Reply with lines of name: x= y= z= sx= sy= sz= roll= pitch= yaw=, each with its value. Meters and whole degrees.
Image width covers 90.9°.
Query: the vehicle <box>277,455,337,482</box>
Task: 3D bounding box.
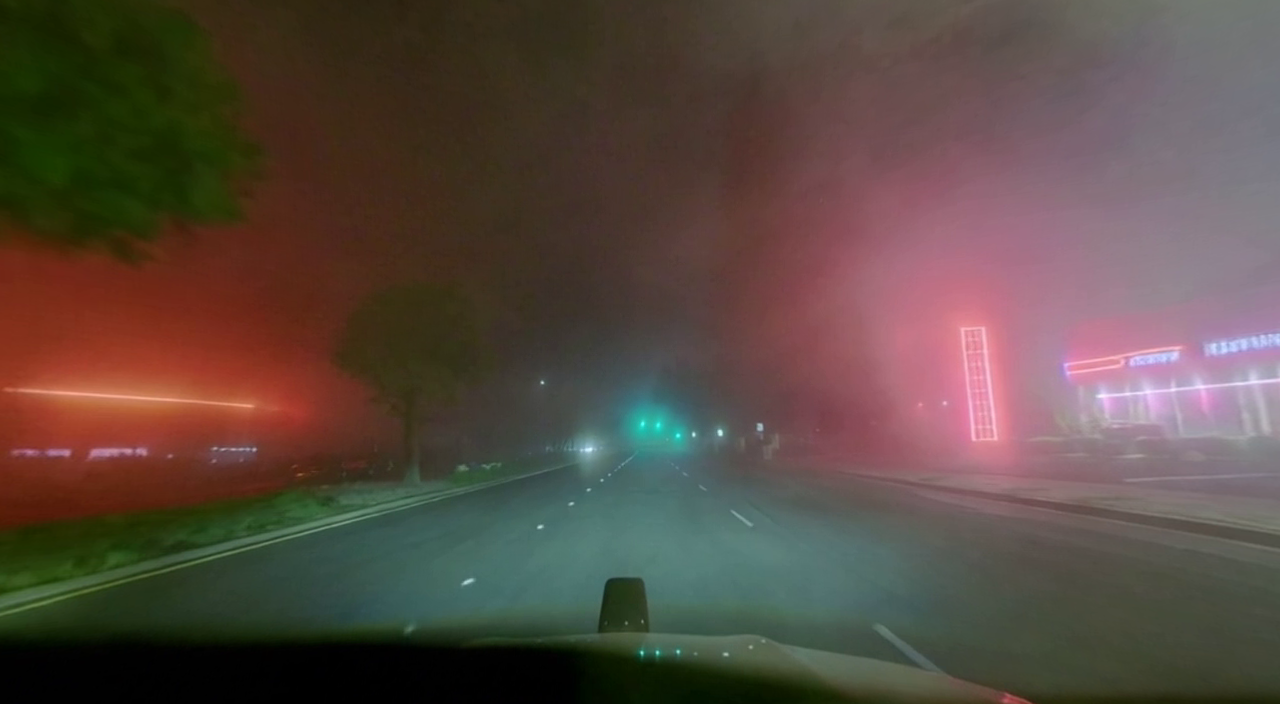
vehicle: x=-21.996 y=7.664 z=41.760 sx=1.883 sy=1.546 sz=3.930 roll=-1 pitch=-8 yaw=-1

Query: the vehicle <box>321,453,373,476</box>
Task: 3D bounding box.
vehicle: x=-21.779 y=8.353 z=47.043 sx=1.820 sy=1.481 sz=4.325 roll=-3 pitch=-9 yaw=1
